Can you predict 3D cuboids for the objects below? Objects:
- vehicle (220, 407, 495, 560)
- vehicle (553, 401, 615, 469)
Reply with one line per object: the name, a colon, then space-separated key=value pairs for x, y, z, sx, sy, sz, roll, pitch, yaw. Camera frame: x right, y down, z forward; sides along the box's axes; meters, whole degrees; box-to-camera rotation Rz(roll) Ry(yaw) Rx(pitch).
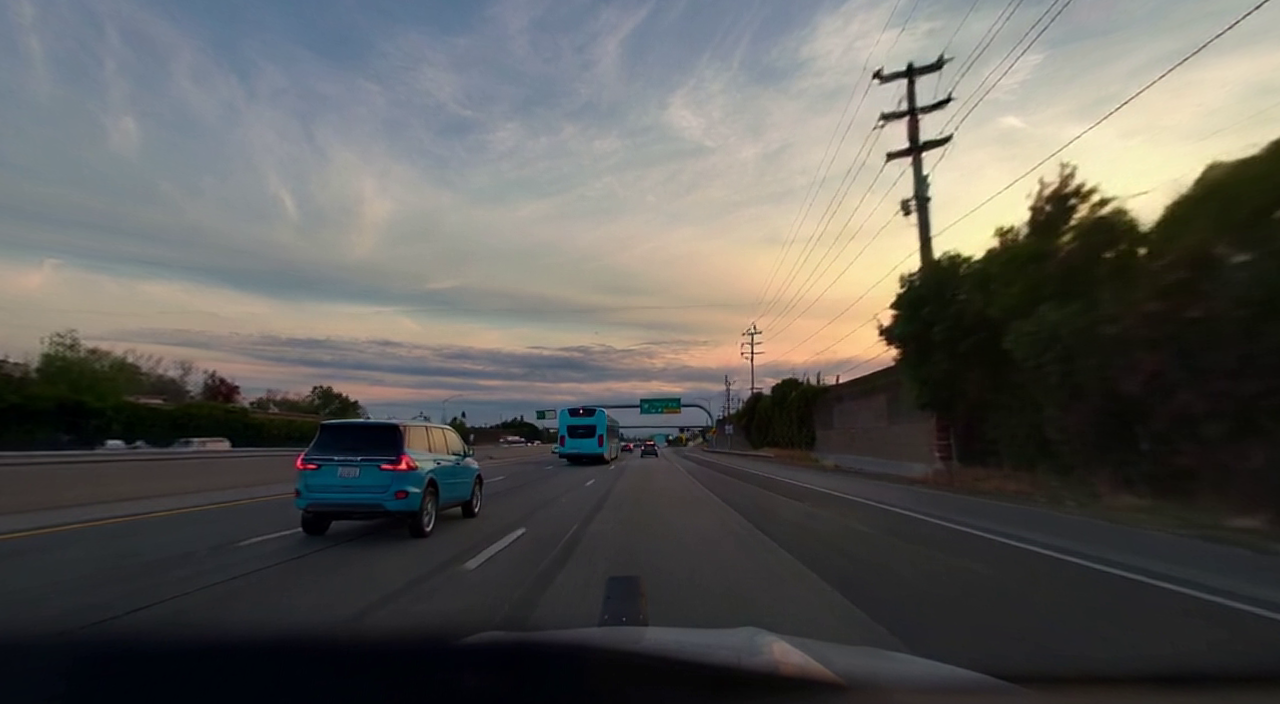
vehicle: x=-3.716 y=1.812 z=9.363 sx=2.021 sy=1.730 sz=4.223 roll=0 pitch=-8 yaw=1
vehicle: x=-3.312 y=5.393 z=40.515 sx=2.964 sy=3.735 sz=11.465 roll=0 pitch=-8 yaw=0
